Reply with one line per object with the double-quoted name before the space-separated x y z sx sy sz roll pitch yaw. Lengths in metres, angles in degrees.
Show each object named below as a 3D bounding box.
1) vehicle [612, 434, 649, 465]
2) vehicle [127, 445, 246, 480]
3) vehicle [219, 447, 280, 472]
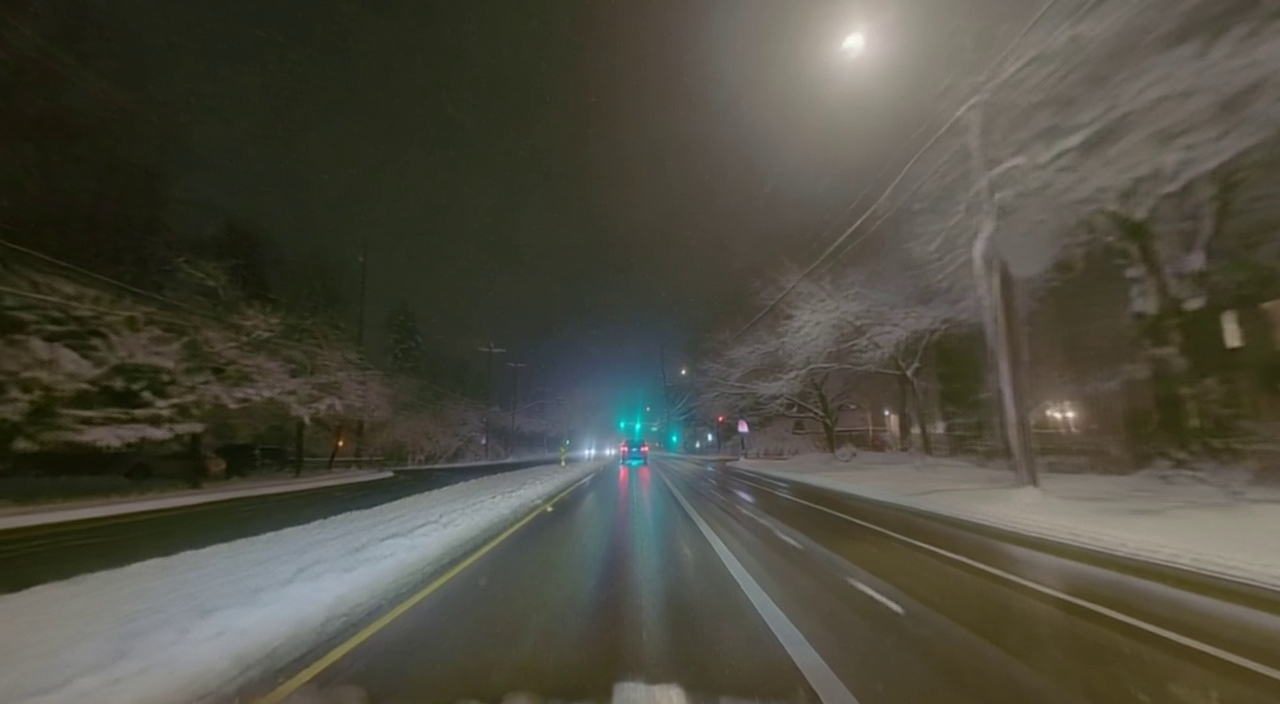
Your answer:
"vehicle" -0.583 6.183 40.152 2.230 1.827 4.298 0 -8 -1
"vehicle" -22.072 5.370 30.883 4.241 1.601 1.970 0 -8 1
"vehicle" -24.735 6.815 40.137 1.830 1.467 4.270 2 -9 -11
